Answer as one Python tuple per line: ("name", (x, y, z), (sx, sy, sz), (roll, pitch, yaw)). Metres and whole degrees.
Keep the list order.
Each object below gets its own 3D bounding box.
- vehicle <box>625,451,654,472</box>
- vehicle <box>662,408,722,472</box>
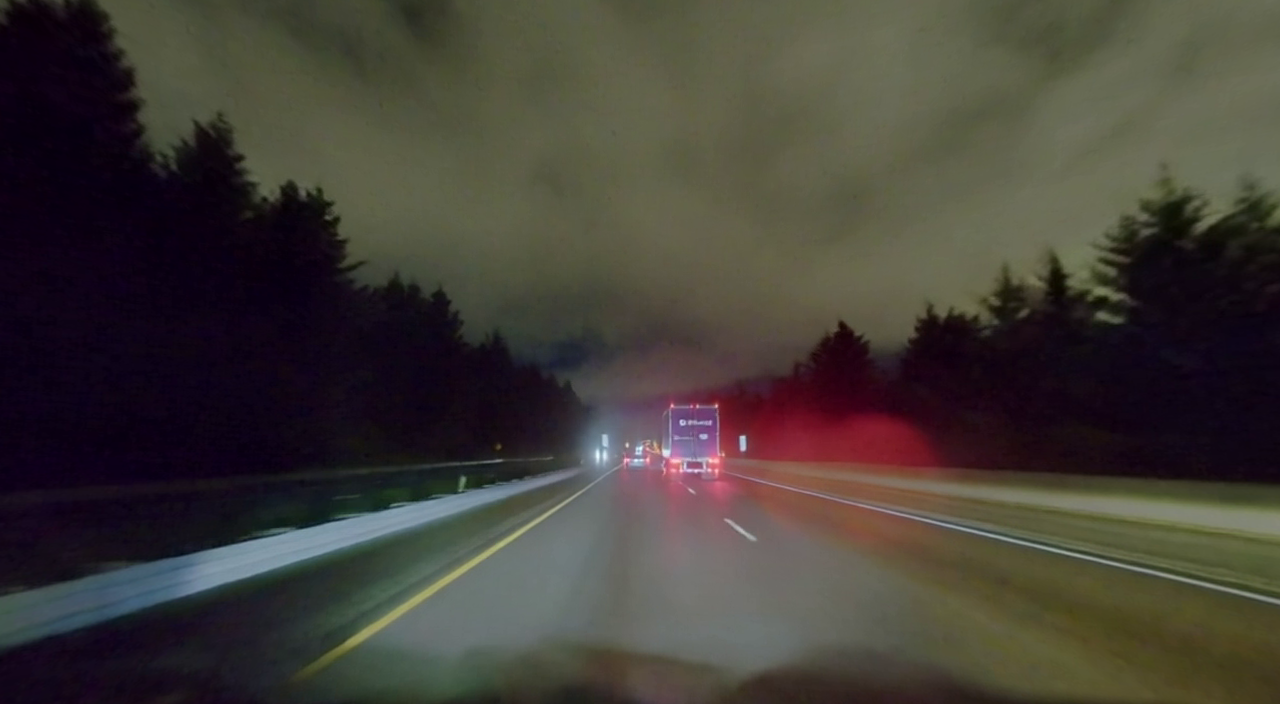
("vehicle", (-0.029, 8.241, 47.508), (2.057, 1.528, 3.958), (-1, -9, 0))
("vehicle", (3.544, 6.583, 46.331), (3.440, 4.090, 11.380), (0, -9, 0))
